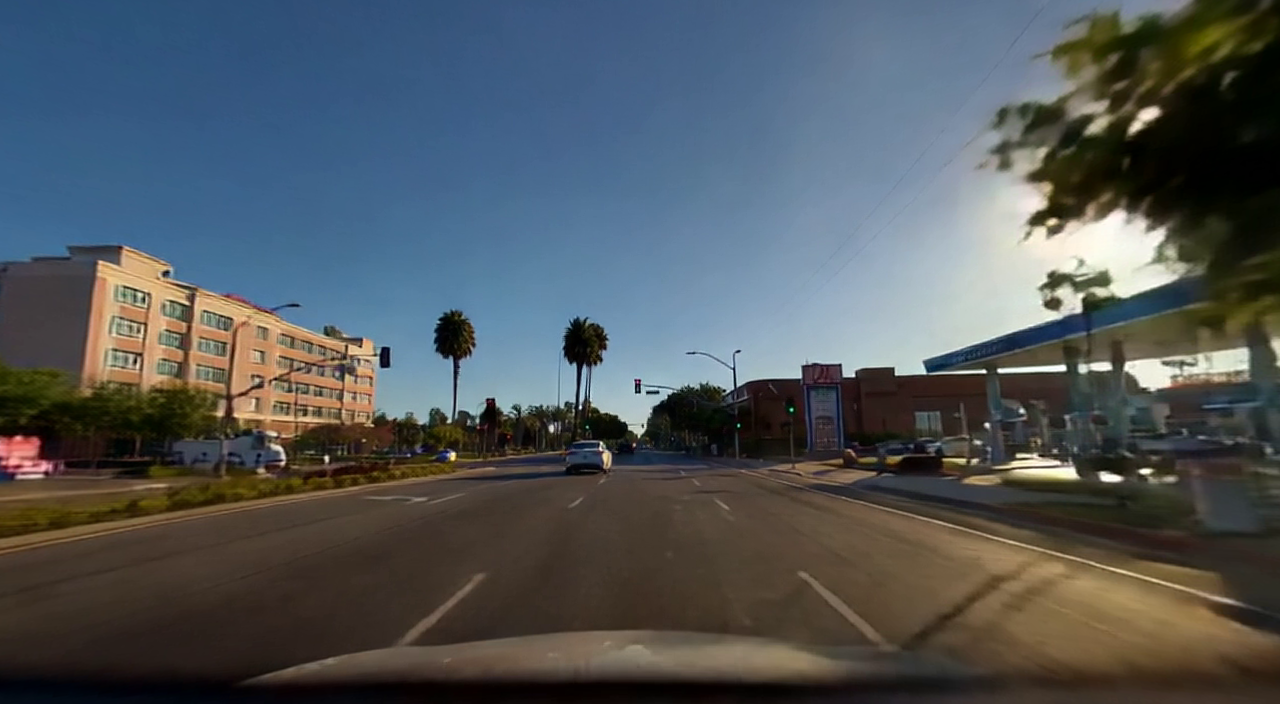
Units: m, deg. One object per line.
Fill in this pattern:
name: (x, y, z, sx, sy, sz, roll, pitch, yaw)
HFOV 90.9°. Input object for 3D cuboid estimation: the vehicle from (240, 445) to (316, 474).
vehicle: (-27.814, 8.271, 48.554, 4.597, 1.952, 2.040, -3, -7, -1)

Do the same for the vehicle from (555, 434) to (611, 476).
vehicle: (-2.518, 4.703, 28.946, 2.011, 1.756, 4.478, 0, -9, 2)
